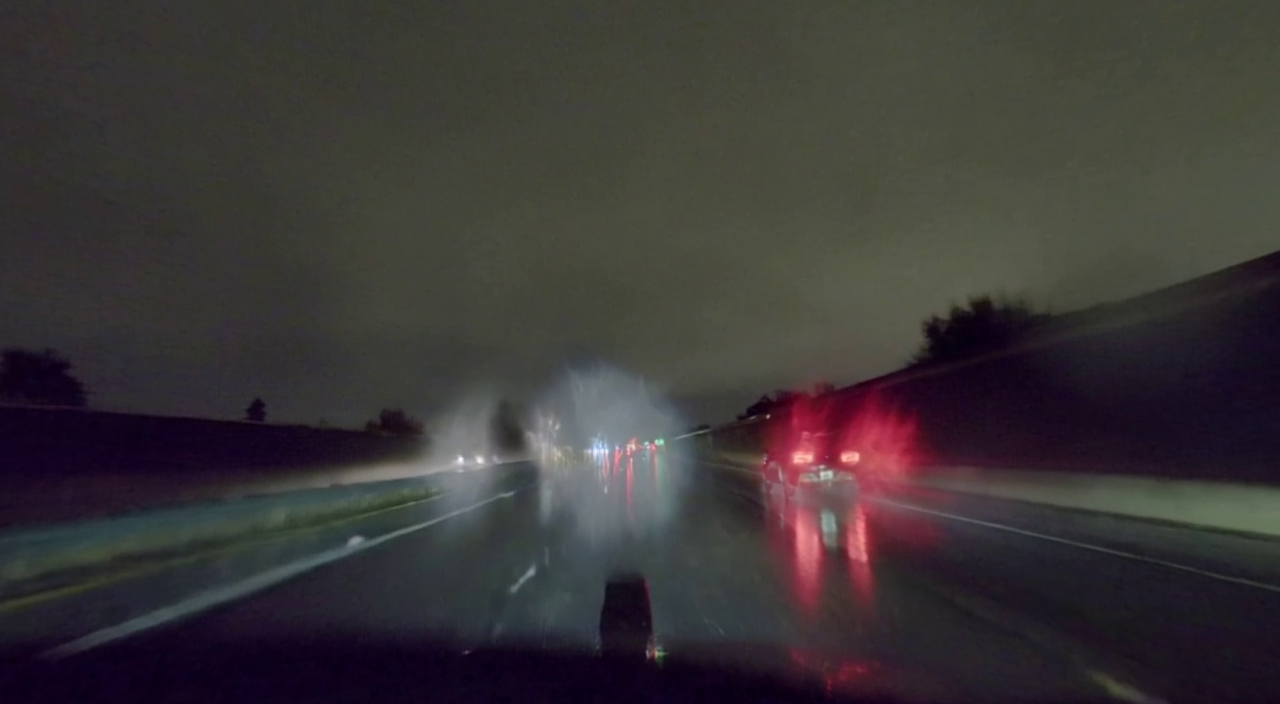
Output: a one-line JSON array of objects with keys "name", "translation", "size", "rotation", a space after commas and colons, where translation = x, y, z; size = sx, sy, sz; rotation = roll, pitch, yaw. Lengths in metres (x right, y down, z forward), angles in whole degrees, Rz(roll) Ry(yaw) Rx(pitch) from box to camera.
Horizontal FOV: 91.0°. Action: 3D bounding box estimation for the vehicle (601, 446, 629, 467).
[{"name": "vehicle", "translation": [-1.950, 8.179, 49.388], "size": [2.050, 1.530, 4.144], "rotation": [0, -8, 0]}]
